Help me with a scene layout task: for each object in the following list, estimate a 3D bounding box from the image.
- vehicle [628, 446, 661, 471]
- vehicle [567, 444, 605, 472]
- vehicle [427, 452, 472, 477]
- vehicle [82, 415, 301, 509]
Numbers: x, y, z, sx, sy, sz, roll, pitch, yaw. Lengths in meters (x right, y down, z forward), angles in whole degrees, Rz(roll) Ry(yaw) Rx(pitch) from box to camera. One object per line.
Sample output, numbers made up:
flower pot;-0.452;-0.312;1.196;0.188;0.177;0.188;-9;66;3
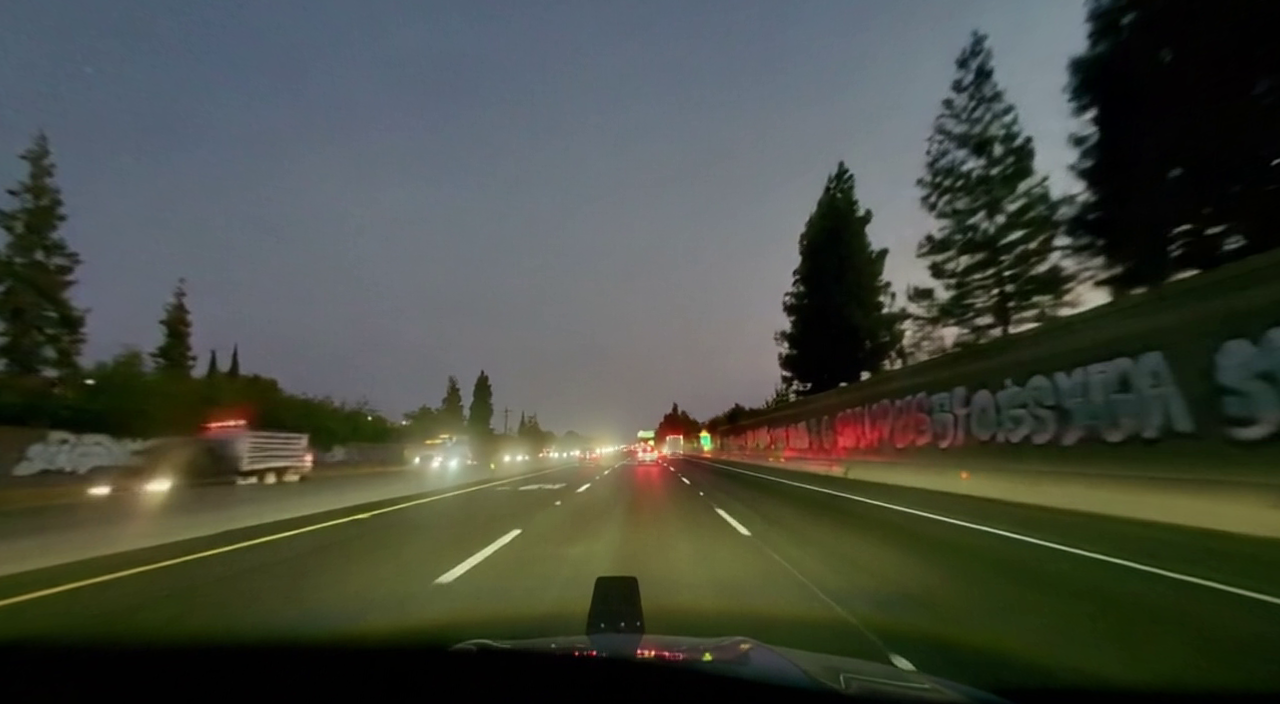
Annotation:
vehicle;0.261;6.920;41.008;2.009;1.506;4.091;-1;-9;0
vehicle;-3.459;6.927;41.260;2.095;1.671;4.193;-1;-9;1
vehicle;-12.328;7.296;40.952;1.853;1.521;3.633;0;-9;-1
vehicle;-16.884;4.235;24.660;2.908;3.076;7.474;-1;-9;1
